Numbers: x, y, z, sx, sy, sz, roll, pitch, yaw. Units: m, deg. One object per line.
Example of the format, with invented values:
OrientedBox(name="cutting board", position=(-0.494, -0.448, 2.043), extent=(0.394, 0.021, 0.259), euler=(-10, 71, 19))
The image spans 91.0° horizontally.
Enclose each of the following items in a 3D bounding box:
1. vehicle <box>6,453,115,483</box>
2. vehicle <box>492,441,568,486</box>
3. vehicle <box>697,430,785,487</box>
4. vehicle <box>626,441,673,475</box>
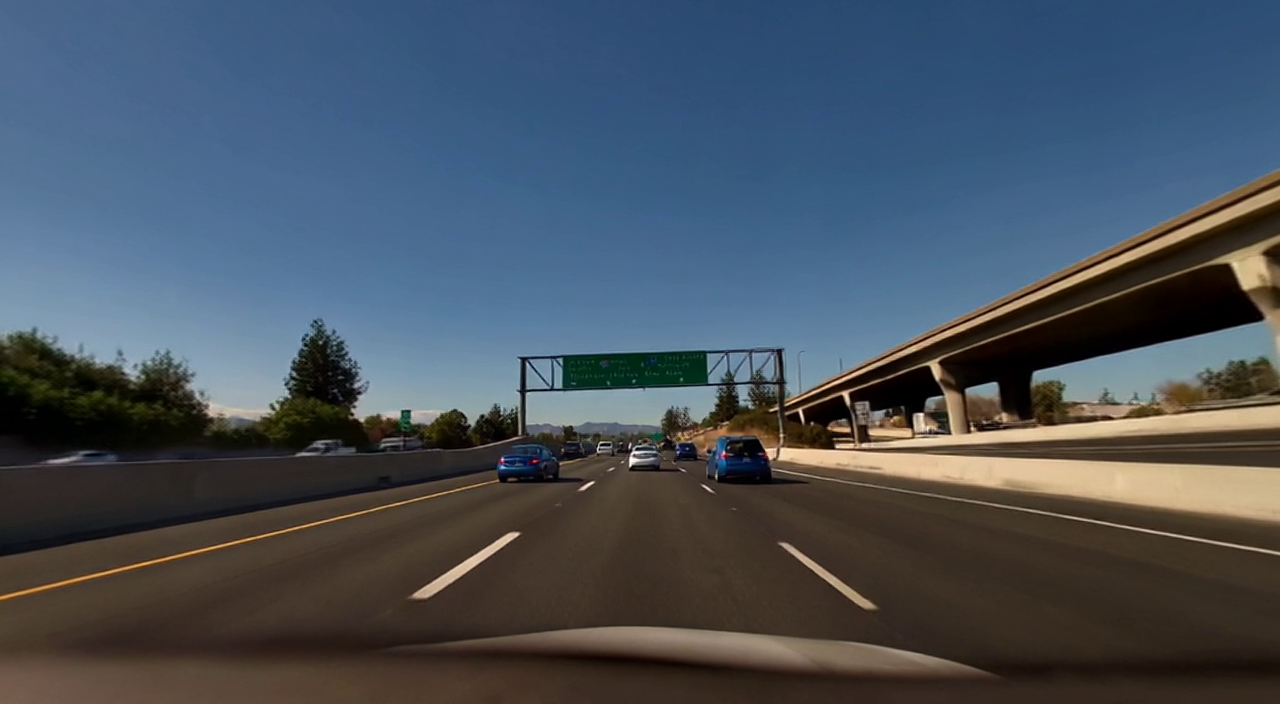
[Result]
OrientedBox(name="vehicle", position=(-33.637, 6.711, 36.754), extent=(1.839, 1.548, 4.704), euler=(0, -8, 1))
OrientedBox(name="vehicle", position=(-3.973, 4.091, 23.492), extent=(2.031, 1.491, 4.145), euler=(0, -8, 1))
OrientedBox(name="vehicle", position=(3.324, 3.613, 21.663), extent=(2.202, 1.748, 4.158), euler=(1, -8, -2))
OrientedBox(name="vehicle", position=(0.439, 4.982, 29.825), extent=(2.089, 1.493, 3.964), euler=(0, -8, 0))
